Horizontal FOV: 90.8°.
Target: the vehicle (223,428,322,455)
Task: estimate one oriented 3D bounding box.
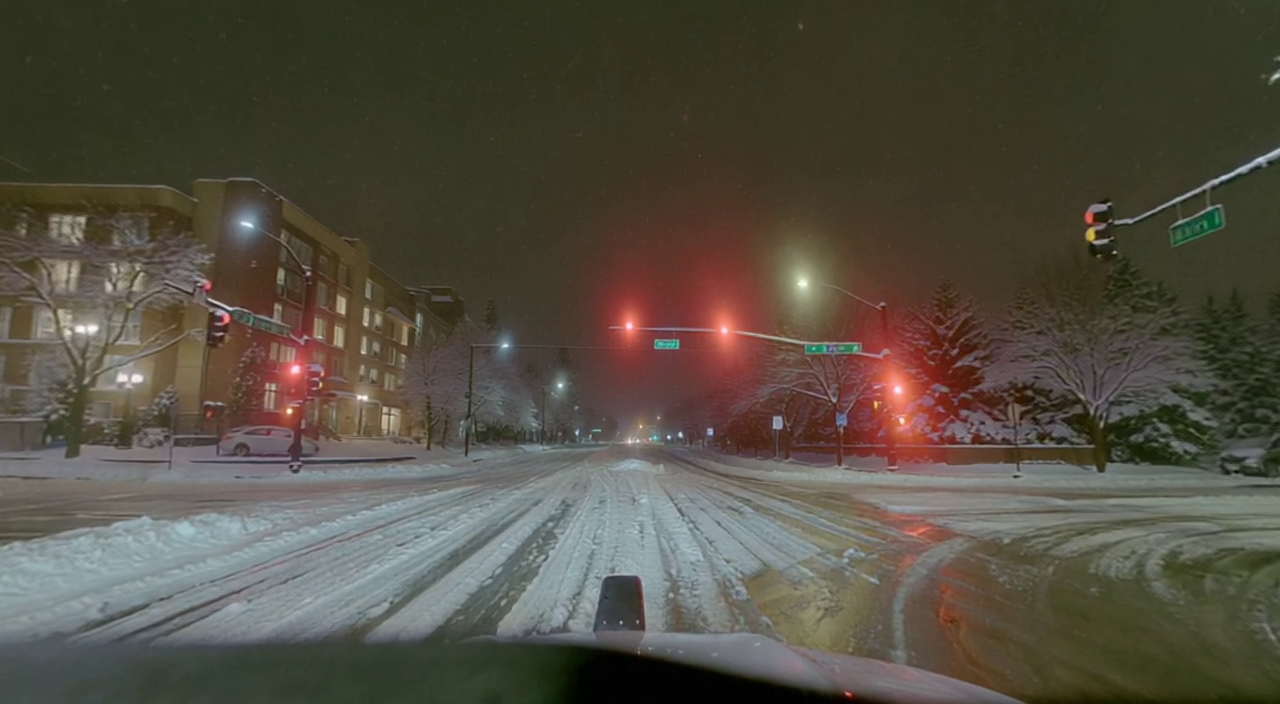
[{"bbox_3d":[-22.406,5.512,38.699,4.765,1.593,1.891,1,-9,-8],"label":"vehicle"}]
